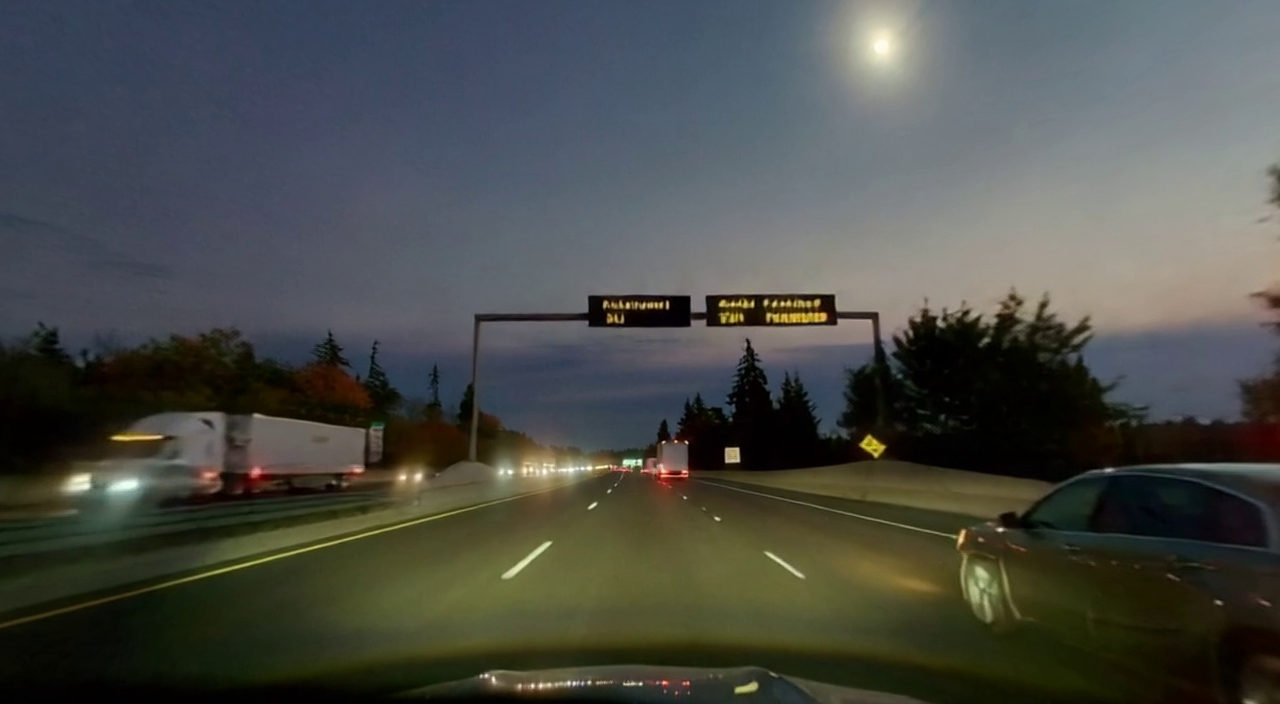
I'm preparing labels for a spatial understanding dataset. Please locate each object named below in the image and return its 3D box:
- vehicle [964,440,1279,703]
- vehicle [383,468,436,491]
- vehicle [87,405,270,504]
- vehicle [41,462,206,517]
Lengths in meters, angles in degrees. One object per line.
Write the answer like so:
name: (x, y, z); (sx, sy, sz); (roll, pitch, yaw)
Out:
vehicle: (4.045, 1.270, 3.498); (2.051, 1.472, 4.547); (1, -10, 0)
vehicle: (-15.783, 8.717, 43.415); (1.901, 1.453, 4.530); (1, -10, 0)
vehicle: (-19.703, 4.511, 27.556); (3.108, 3.777, 6.082); (1, -10, 0)
vehicle: (-15.254, 4.057, 18.901); (1.746, 1.462, 3.698); (1, -10, 0)
